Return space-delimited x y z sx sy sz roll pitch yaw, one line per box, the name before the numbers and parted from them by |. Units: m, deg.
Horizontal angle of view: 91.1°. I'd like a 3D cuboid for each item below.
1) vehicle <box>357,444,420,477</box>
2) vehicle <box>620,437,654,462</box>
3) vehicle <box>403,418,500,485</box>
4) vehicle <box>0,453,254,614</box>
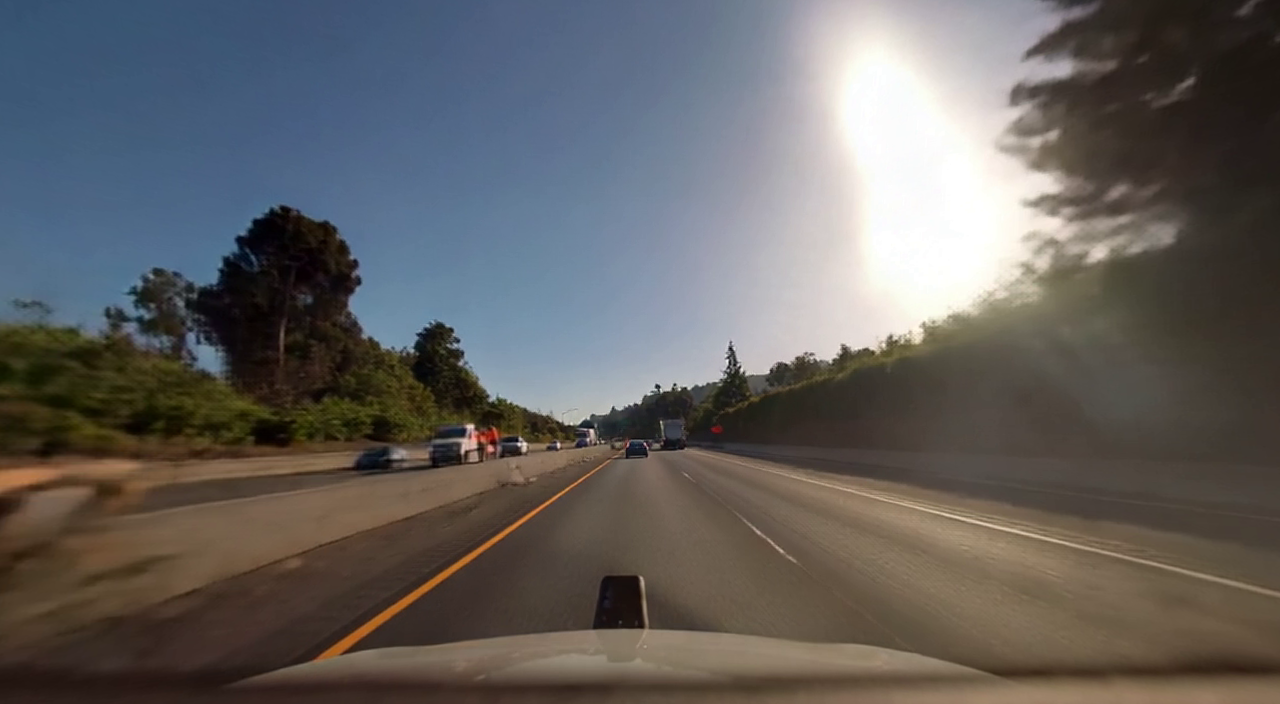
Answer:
vehicle | -13.612 5.870 34.222 1.889 1.606 3.758 -1 -8 0
vehicle | -0.221 6.195 39.857 2.004 1.472 4.075 0 -8 -1
vehicle | -8.079 4.331 27.711 2.453 2.460 6.190 -3 -8 -1
vehicle | -8.096 2.016 7.031 2.765 1.562 7.080 0 -8 3
